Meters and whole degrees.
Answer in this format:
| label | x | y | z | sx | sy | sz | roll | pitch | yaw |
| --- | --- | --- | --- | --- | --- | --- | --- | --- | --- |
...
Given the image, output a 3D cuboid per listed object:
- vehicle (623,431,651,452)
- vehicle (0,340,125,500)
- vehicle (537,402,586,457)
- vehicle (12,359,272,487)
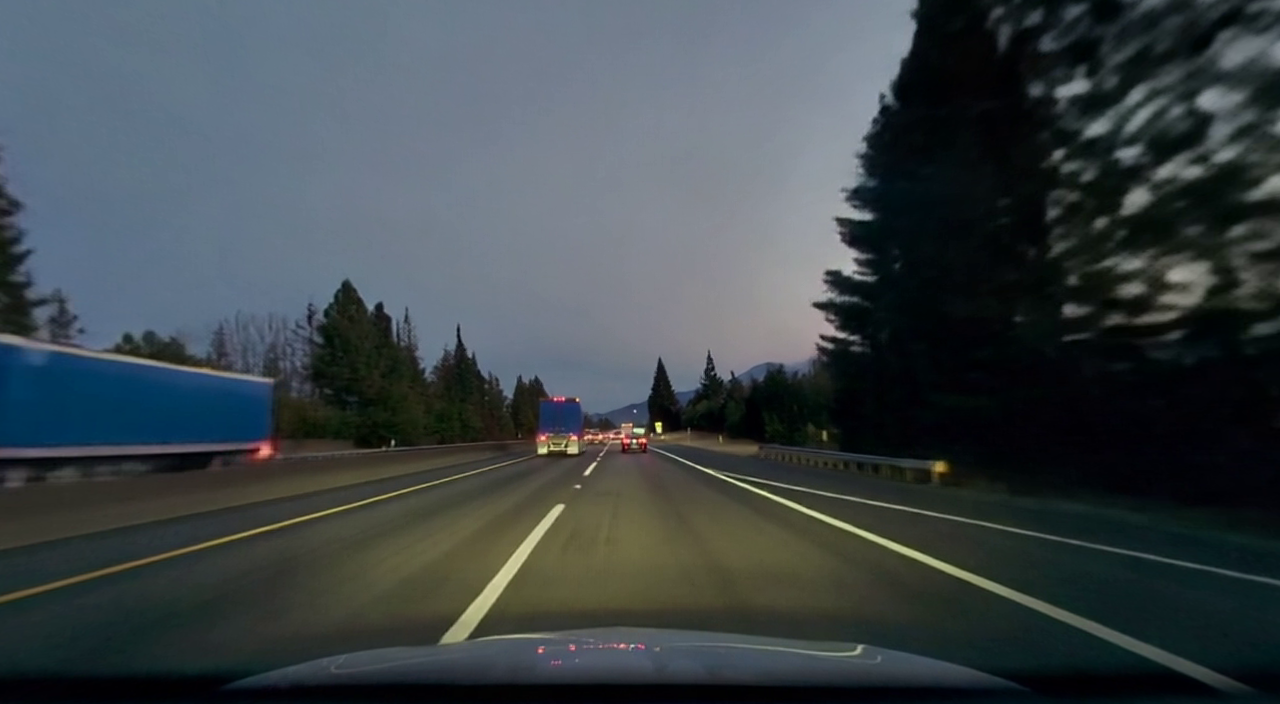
| label | x | y | z | sx | sy | sz | roll | pitch | yaw |
| --- | --- | --- | --- | --- | --- | --- | --- | --- | --- |
| vehicle | -0.290 | 6.788 | 47.875 | 1.988 | 1.472 | 3.716 | 0 | -8 | -3 |
| vehicle | -16.627 | 1.404 | 13.272 | 2.992 | 3.780 | 10.447 | 0 | -8 | -3 |
| vehicle | -4.736 | 4.854 | 39.029 | 2.450 | 3.098 | 6.965 | 0 | -8 | -2 |
| vehicle | -17.130 | 2.624 | 22.754 | 2.846 | 3.773 | 8.228 | 0 | -8 | -3 |
